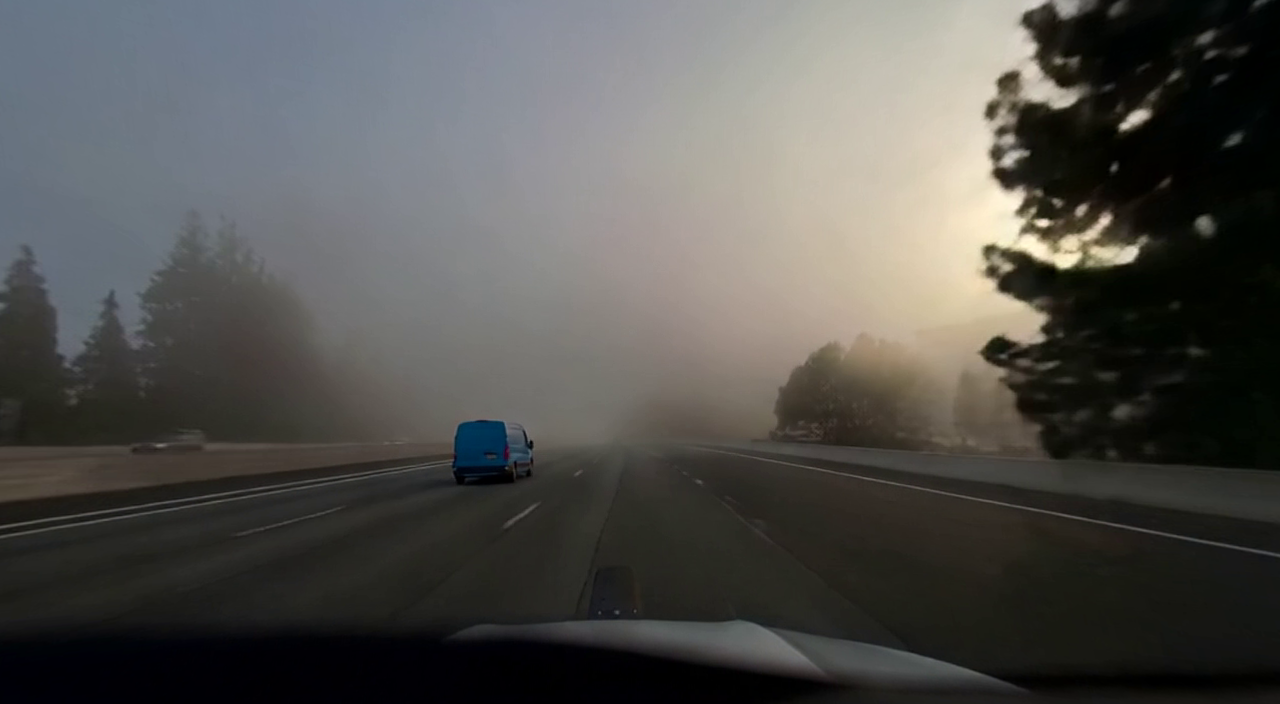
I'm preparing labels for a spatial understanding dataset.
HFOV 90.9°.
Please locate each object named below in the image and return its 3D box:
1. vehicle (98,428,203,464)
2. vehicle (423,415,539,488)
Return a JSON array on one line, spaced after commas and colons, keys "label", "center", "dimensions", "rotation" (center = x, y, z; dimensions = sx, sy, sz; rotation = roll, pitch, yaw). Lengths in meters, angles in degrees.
[{"label": "vehicle", "center": [-23.949, 4.589, 31.070], "dimensions": [1.923, 1.658, 4.312], "rotation": [0, -7, -4]}, {"label": "vehicle", "center": [-4.423, 2.827, 18.376], "dimensions": [2.219, 1.827, 4.738], "rotation": [0, -7, -1]}]
